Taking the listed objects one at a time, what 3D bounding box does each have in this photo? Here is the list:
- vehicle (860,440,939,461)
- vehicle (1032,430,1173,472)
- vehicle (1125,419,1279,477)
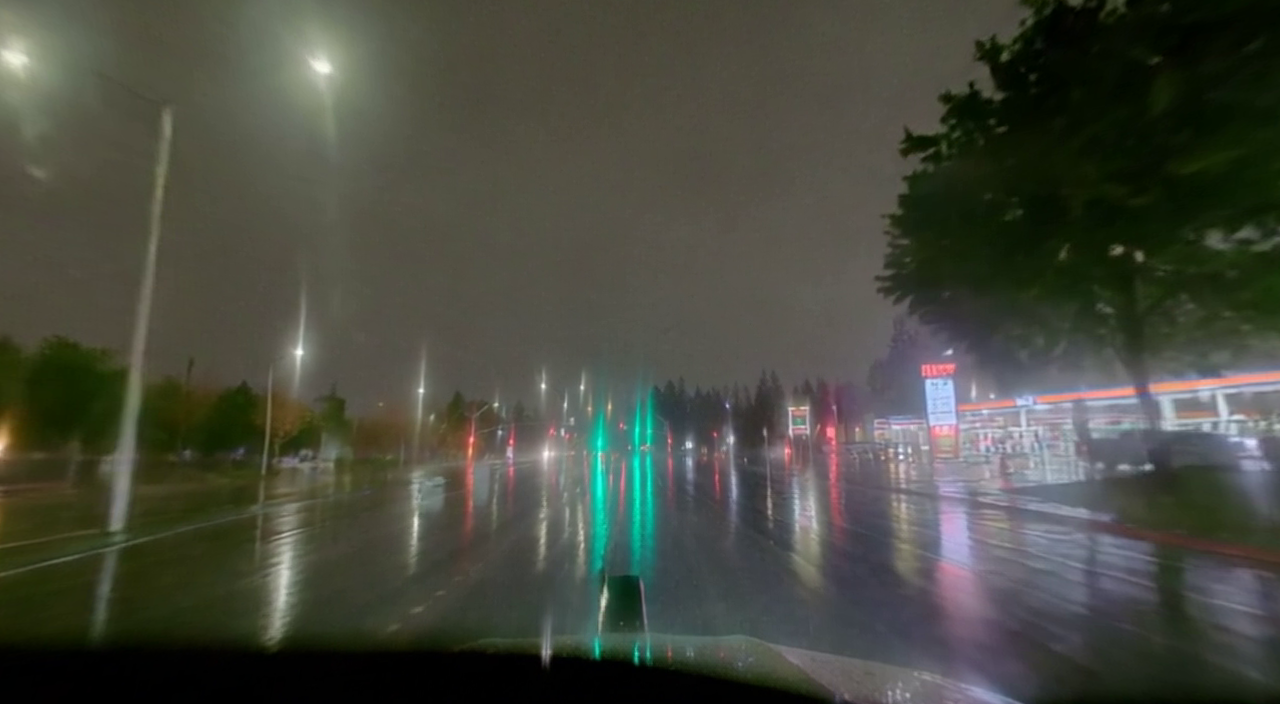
[{"bbox_3d":[18.300,6.963,44.712,4.674,1.399,1.987,0,-8,0],"label":"vehicle"},{"bbox_3d":[17.946,3.884,24.873,1.912,1.452,4.796,0,-9,0],"label":"vehicle"},{"bbox_3d":[22.997,3.766,25.719,2.094,1.937,5.262,-3,-5,-3],"label":"vehicle"}]
